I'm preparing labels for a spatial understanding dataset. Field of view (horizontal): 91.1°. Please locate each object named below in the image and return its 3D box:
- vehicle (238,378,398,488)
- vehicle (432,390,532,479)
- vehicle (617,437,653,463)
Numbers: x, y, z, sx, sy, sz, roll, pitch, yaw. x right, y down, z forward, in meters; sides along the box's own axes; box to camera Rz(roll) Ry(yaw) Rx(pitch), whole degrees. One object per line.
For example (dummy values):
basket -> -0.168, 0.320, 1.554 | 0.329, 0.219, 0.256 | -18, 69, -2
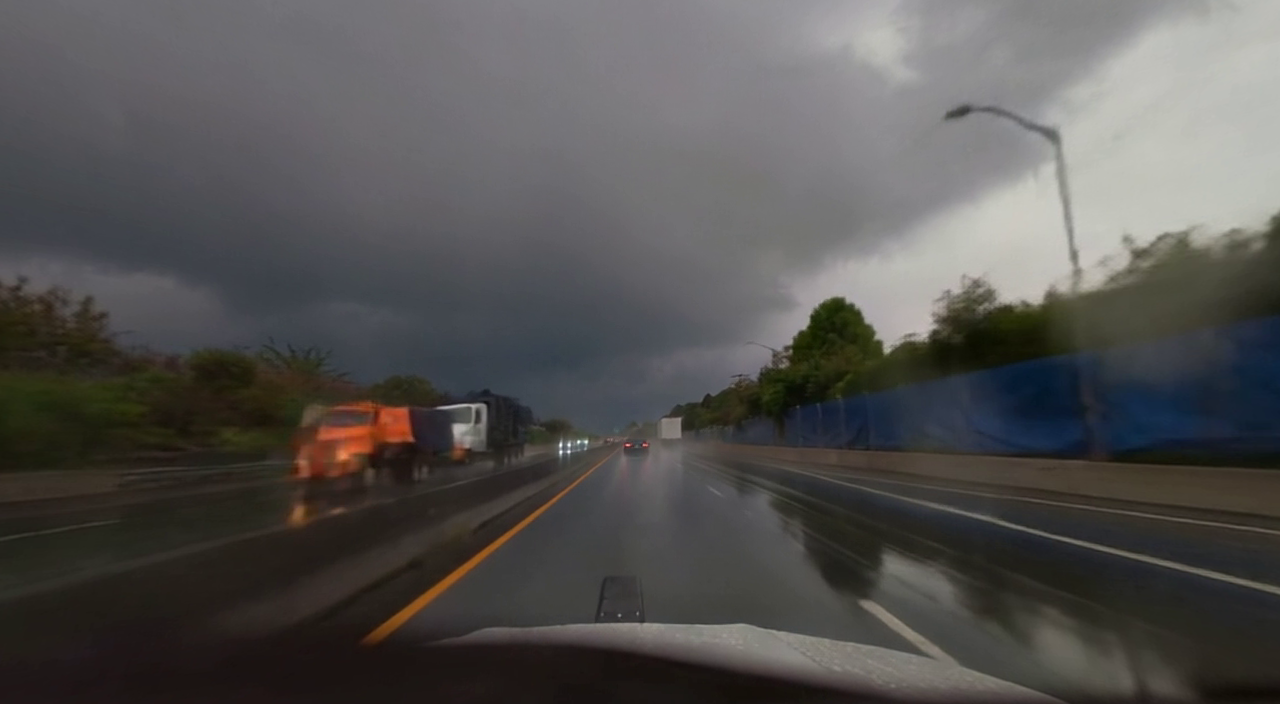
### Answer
vehicle -> -12.611, 3.299, 25.372 | 3.118, 3.891, 6.047 | -1, -8, 1
vehicle -> -8.403, 4.636, 34.976 | 3.129, 4.014, 10.246 | -4, -8, -2
vehicle -> -0.337, 5.789, 37.234 | 2.004, 1.472, 4.075 | 0, -8, -1
